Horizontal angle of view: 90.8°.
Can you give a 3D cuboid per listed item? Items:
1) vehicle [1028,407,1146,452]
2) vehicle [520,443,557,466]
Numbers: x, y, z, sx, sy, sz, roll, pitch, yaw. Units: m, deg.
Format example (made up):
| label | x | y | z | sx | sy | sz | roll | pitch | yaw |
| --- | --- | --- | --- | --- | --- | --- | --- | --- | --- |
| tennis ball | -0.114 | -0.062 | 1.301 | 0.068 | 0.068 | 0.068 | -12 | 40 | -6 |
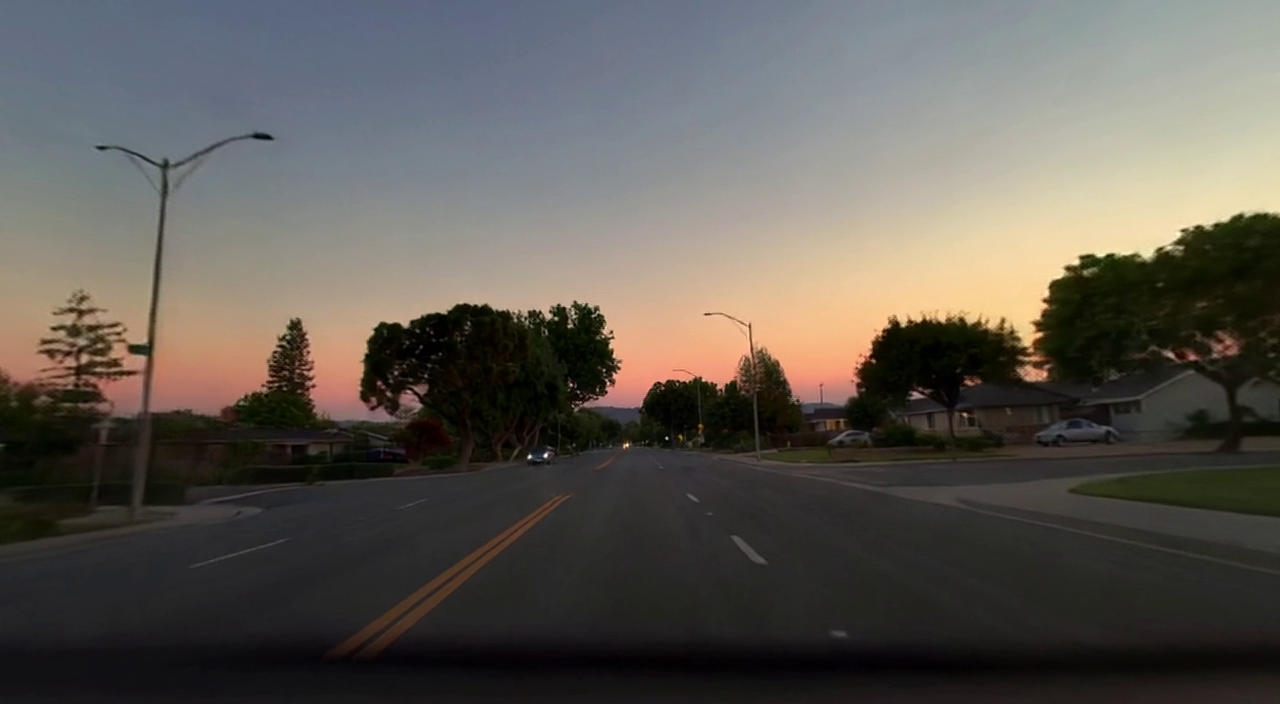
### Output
| label | x | y | z | sx | sy | sz | roll | pitch | yaw |
| --- | --- | --- | --- | --- | --- | --- | --- | --- | --- |
| vehicle | 28.527 | 4.983 | 40.490 | 5.564 | 2.741 | 2.347 | -1 | -9 | 4 |
| vehicle | -7.696 | 7.800 | 48.410 | 2.130 | 1.635 | 4.505 | 0 | -9 | 0 |
